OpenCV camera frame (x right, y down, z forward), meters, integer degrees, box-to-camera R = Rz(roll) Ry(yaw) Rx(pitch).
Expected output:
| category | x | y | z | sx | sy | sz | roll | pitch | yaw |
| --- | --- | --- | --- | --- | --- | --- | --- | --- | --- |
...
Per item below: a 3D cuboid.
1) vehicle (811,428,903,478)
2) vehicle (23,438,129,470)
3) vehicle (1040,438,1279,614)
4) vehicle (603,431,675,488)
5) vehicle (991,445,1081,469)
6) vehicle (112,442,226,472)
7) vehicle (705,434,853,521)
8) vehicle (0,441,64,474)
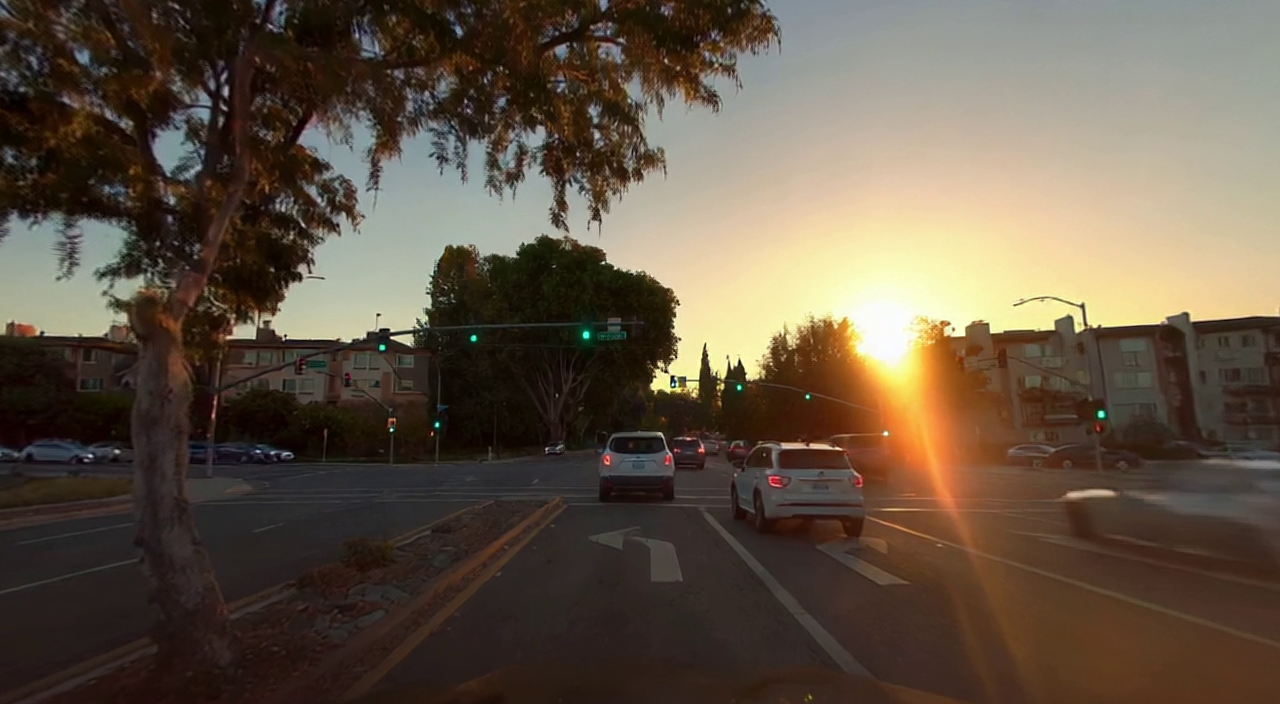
| category | x | y | z | sx | sy | sz | roll | pitch | yaw |
| --- | --- | --- | --- | --- | --- | --- | --- | --- | --- |
| vehicle | 9.448 | 4.454 | 27.979 | 2.207 | 1.990 | 5.173 | 0 | -8 | 0 |
| vehicle | -36.866 | 6.630 | 41.273 | 4.771 | 1.778 | 2.032 | 3 | -8 | -3 |
| vehicle | 6.266 | 1.569 | 6.080 | 1.900 | 1.440 | 4.466 | 0 | -8 | 1 |
| vehicle | -0.134 | 3.512 | 20.906 | 2.099 | 1.705 | 4.020 | 0 | -8 | -4 |
| vehicle | 29.728 | 7.887 | 47.404 | 5.366 | 1.653 | 2.044 | 1 | -9 | -1 |
| vehicle | -26.342 | 5.880 | 35.409 | 4.724 | 1.630 | 1.968 | 0 | -8 | -3 |
| vehicle | 2.614 | 2.481 | 13.064 | 2.009 | 1.480 | 4.423 | 0 | -8 | -1 |
| vehicle | -35.031 | 5.767 | 34.710 | 4.465 | 1.693 | 1.959 | 2 | -9 | -1 |
